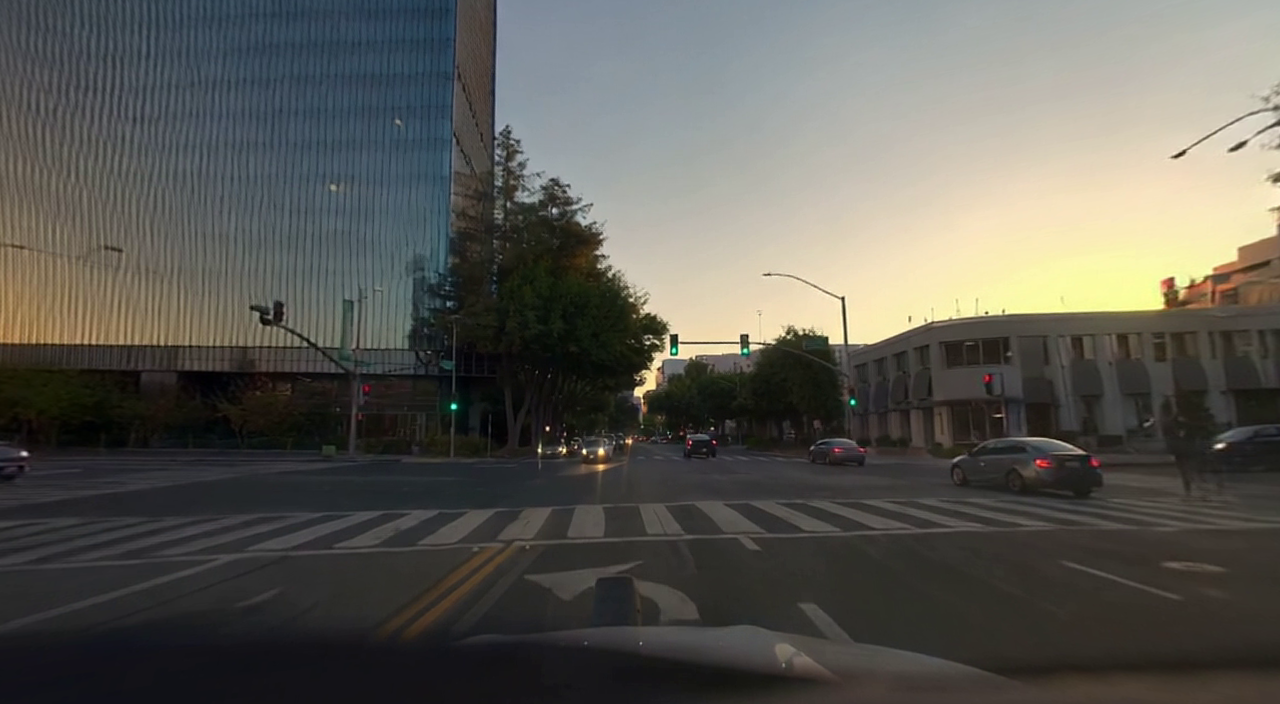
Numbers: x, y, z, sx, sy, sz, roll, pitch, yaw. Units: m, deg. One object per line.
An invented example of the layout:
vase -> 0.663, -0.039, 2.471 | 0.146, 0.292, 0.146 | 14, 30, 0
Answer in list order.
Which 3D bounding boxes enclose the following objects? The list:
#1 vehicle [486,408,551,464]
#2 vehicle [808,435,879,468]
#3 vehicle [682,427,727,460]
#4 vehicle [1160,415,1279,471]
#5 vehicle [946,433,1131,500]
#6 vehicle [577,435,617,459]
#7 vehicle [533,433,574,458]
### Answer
vehicle -> -9.215, 6.339, 48.610 | 3.191, 3.314, 7.914 | -5, -2, 0
vehicle -> 9.507, 4.671, 29.680 | 1.860, 1.460, 4.379 | 0, -8, 0
vehicle -> 3.753, 5.446, 37.337 | 2.203, 1.801, 4.331 | 0, -8, 0
vehicle -> 23.941, 3.478, 23.794 | 6.170, 1.978, 2.399 | 0, -10, 0
vehicle -> 9.892, 2.855, 16.092 | 1.896, 1.463, 4.296 | 0, -8, 0
vehicle -> -2.746, 6.195, 41.177 | 2.147, 1.481, 4.331 | 0, -8, 2
vehicle -> -6.075, 6.618, 44.471 | 2.182, 1.677, 4.384 | 0, -8, 1
